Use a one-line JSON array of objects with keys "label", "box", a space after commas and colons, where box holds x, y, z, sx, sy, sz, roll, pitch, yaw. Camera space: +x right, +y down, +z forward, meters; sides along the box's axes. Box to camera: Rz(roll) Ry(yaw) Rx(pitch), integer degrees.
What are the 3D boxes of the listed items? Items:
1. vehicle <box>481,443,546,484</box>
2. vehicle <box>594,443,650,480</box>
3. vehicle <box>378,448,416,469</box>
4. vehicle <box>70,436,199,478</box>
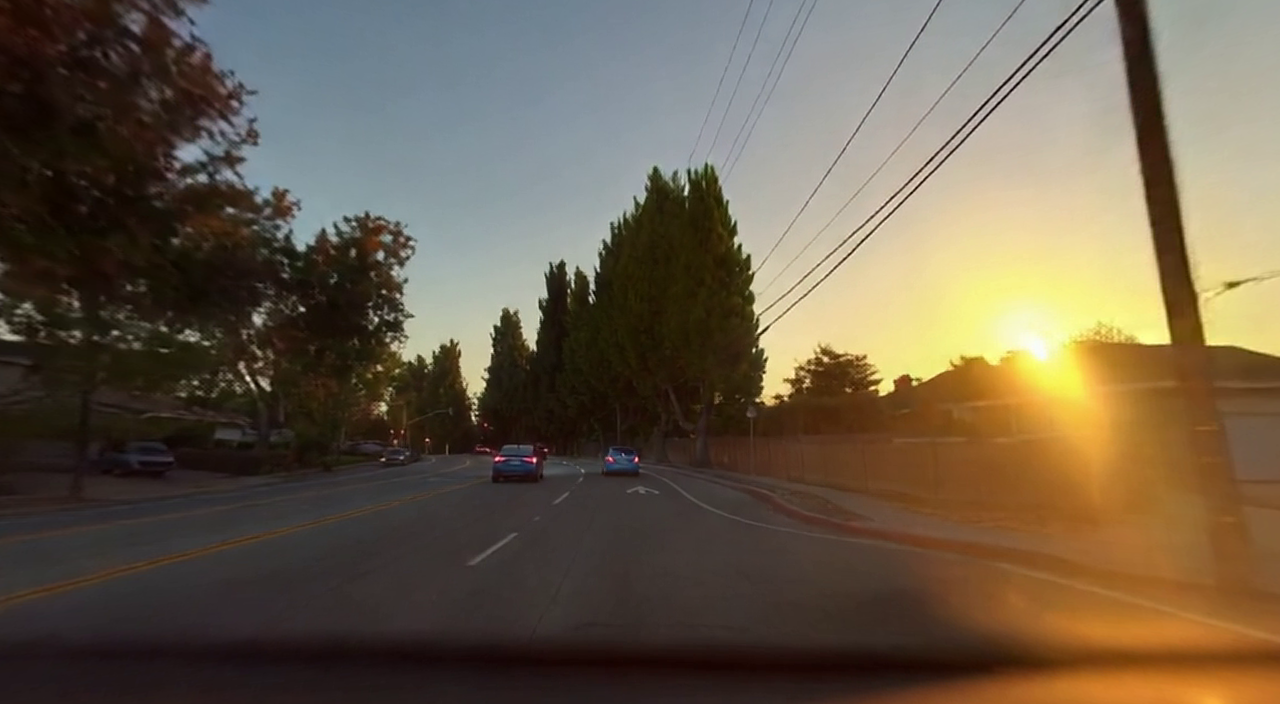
[{"label": "vehicle", "box": [-4.750, 4.224, 24.287, 1.913, 1.425, 4.235, 1, -8, -4]}, {"label": "vehicle", "box": [-0.879, 4.854, 28.286, 2.168, 1.504, 4.284, 2, -8, -6]}, {"label": "vehicle", "box": [-18.781, 8.211, 48.962, 1.944, 1.458, 4.549, 3, -9, -12]}, {"label": "vehicle", "box": [-21.976, 4.563, 27.614, 3.836, 1.693, 1.849, 2, -8, -7]}]
